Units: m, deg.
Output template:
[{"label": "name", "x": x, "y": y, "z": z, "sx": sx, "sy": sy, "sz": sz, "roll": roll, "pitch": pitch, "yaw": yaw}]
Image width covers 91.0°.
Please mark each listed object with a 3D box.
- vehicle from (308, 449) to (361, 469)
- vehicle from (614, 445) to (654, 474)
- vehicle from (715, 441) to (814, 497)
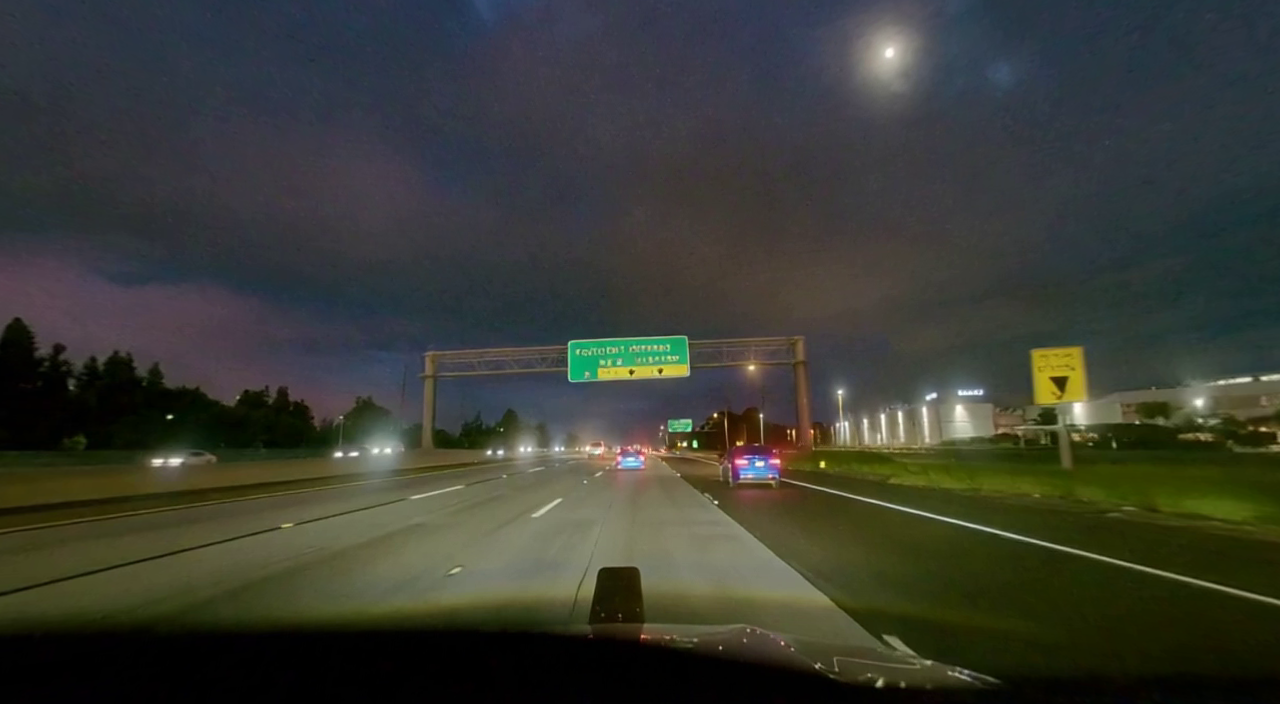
[{"label": "vehicle", "x": -23.766, "y": 8.327, "z": 49.105, "sx": 1.853, "sy": 1.476, "sz": 4.522, "roll": 0, "pitch": -8, "yaw": 0}, {"label": "vehicle", "x": -0.345, "y": 5.840, "z": 34.481, "sx": 2.019, "sy": 1.472, "sz": 3.971, "roll": 0, "pitch": -8, "yaw": -1}, {"label": "vehicle", "x": 3.681, "y": 3.536, "z": 19.528, "sx": 1.995, "sy": 1.533, "sz": 4.463, "roll": 0, "pitch": -8, "yaw": -2}]
